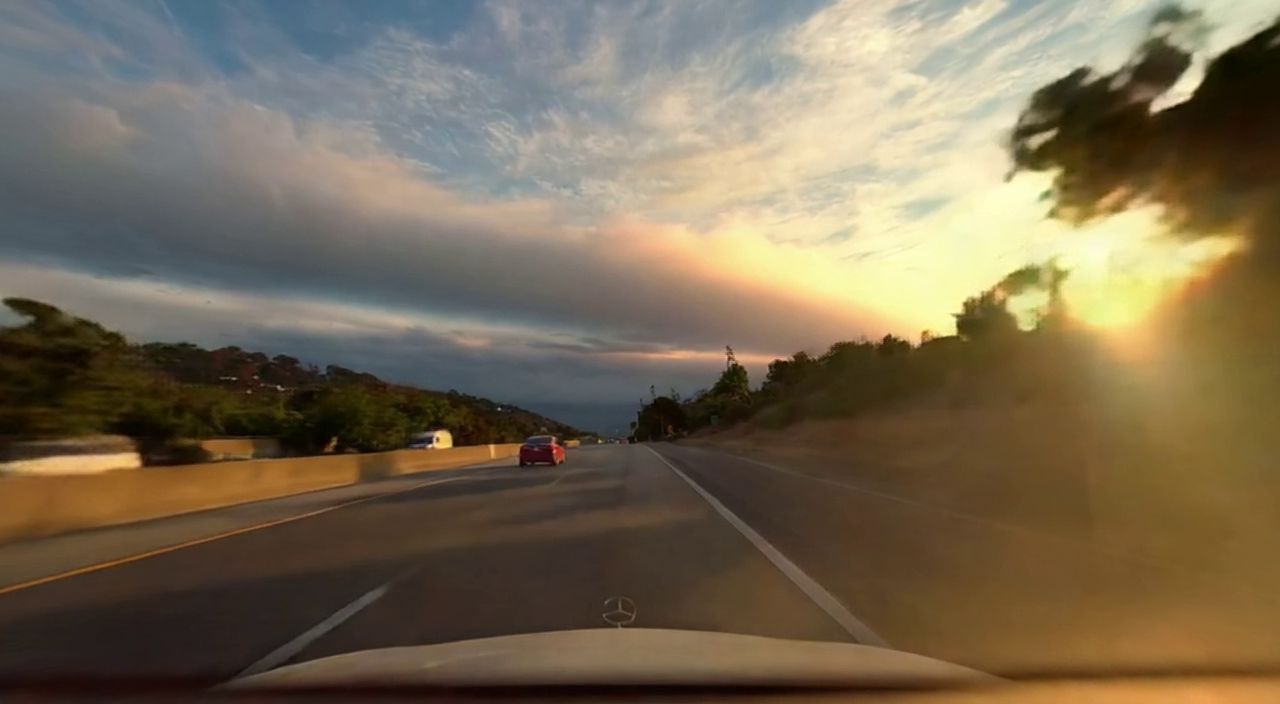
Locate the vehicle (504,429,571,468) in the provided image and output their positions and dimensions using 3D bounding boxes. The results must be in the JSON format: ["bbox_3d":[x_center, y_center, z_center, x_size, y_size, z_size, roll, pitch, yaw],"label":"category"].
[{"bbox_3d":[-4.232,4.036,26.684,2.063,1.496,4.225,0,-7,1],"label":"vehicle"}]
